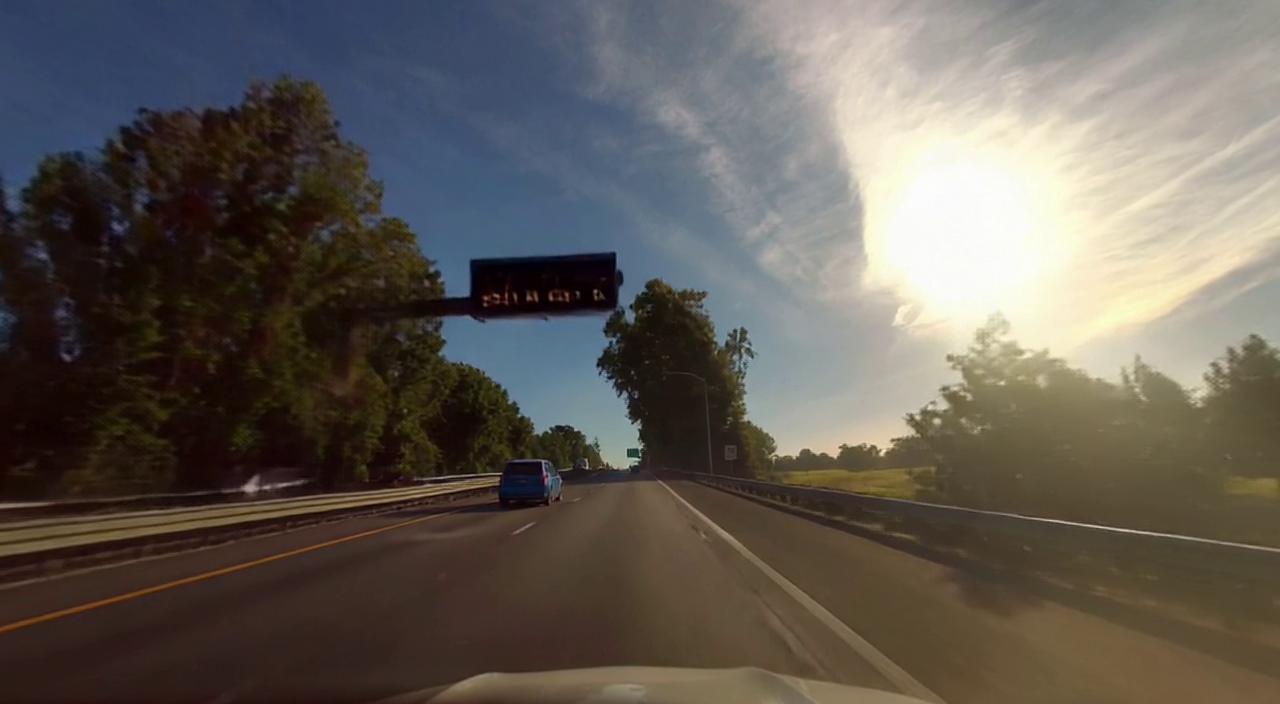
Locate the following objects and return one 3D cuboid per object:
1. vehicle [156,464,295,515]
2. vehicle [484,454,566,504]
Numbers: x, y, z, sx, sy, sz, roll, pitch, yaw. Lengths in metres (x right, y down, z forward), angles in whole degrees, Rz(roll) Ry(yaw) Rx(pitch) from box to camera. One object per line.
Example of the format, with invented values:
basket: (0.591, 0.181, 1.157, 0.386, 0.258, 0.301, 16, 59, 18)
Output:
vehicle: (-14.081, 4.672, 21.745, 1.943, 1.528, 4.197, 1, -10, -1)
vehicle: (-3.957, 4.507, 22.518, 2.081, 1.586, 4.245, 0, -10, 1)
